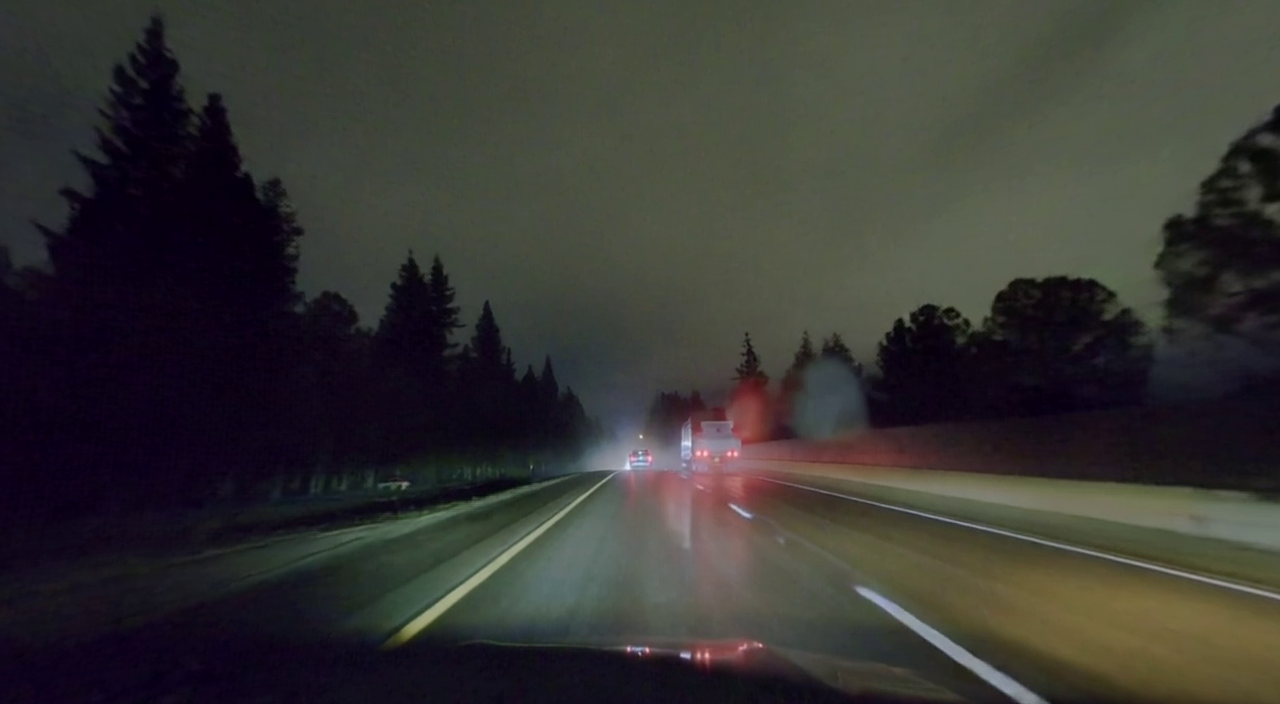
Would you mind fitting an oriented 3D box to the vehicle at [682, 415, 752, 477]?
[{"bbox_3d":[4.330,5.557,37.205,3.015,3.211,7.982,0,-8,-1],"label":"vehicle"}]

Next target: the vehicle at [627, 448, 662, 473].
[{"bbox_3d":[0.329,6.967,40.570,2.170,1.544,4.373,0,-8,1],"label":"vehicle"}]
